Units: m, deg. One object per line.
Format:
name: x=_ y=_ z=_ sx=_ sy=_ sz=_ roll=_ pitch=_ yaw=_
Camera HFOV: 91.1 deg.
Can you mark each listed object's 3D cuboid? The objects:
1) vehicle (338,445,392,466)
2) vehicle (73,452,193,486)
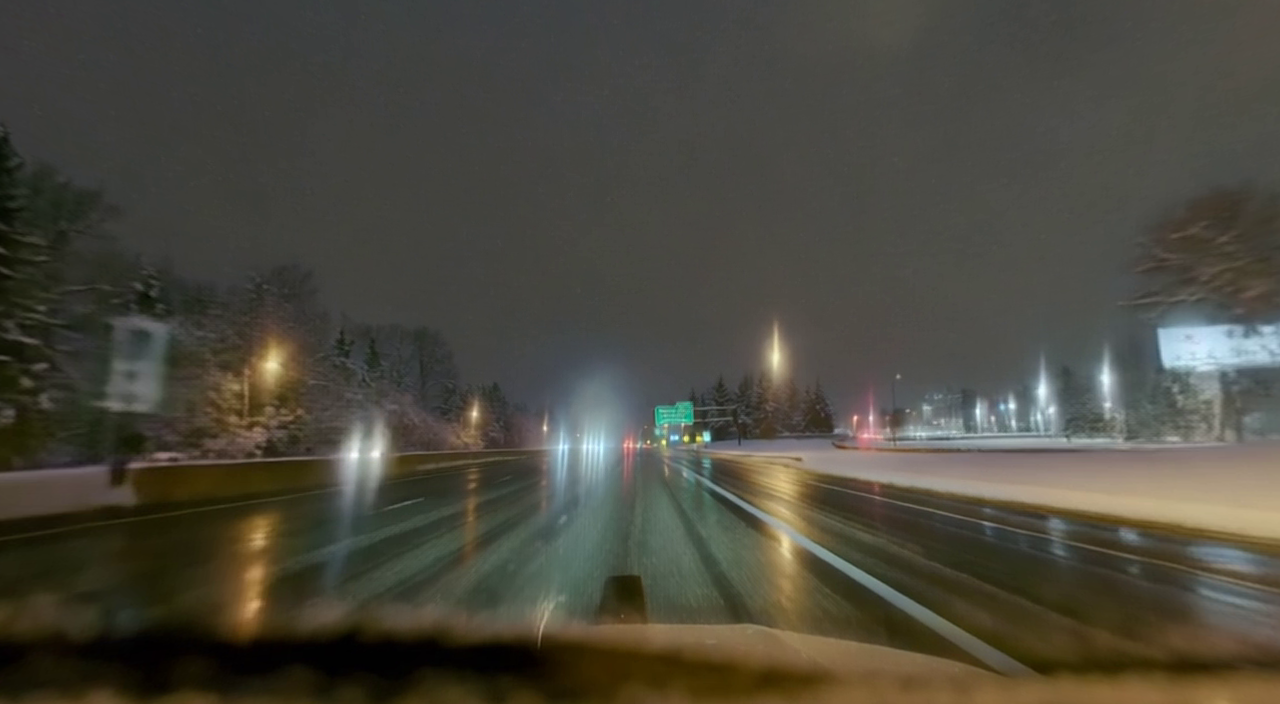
vehicle: x=-20.875 y=7.858 z=47.814 sx=2.001 sy=1.528 sz=4.616 roll=0 pitch=-8 yaw=1
vehicle: x=-24.462 y=5.640 z=30.558 sx=1.862 sy=1.445 sz=4.694 roll=0 pitch=-8 yaw=1
